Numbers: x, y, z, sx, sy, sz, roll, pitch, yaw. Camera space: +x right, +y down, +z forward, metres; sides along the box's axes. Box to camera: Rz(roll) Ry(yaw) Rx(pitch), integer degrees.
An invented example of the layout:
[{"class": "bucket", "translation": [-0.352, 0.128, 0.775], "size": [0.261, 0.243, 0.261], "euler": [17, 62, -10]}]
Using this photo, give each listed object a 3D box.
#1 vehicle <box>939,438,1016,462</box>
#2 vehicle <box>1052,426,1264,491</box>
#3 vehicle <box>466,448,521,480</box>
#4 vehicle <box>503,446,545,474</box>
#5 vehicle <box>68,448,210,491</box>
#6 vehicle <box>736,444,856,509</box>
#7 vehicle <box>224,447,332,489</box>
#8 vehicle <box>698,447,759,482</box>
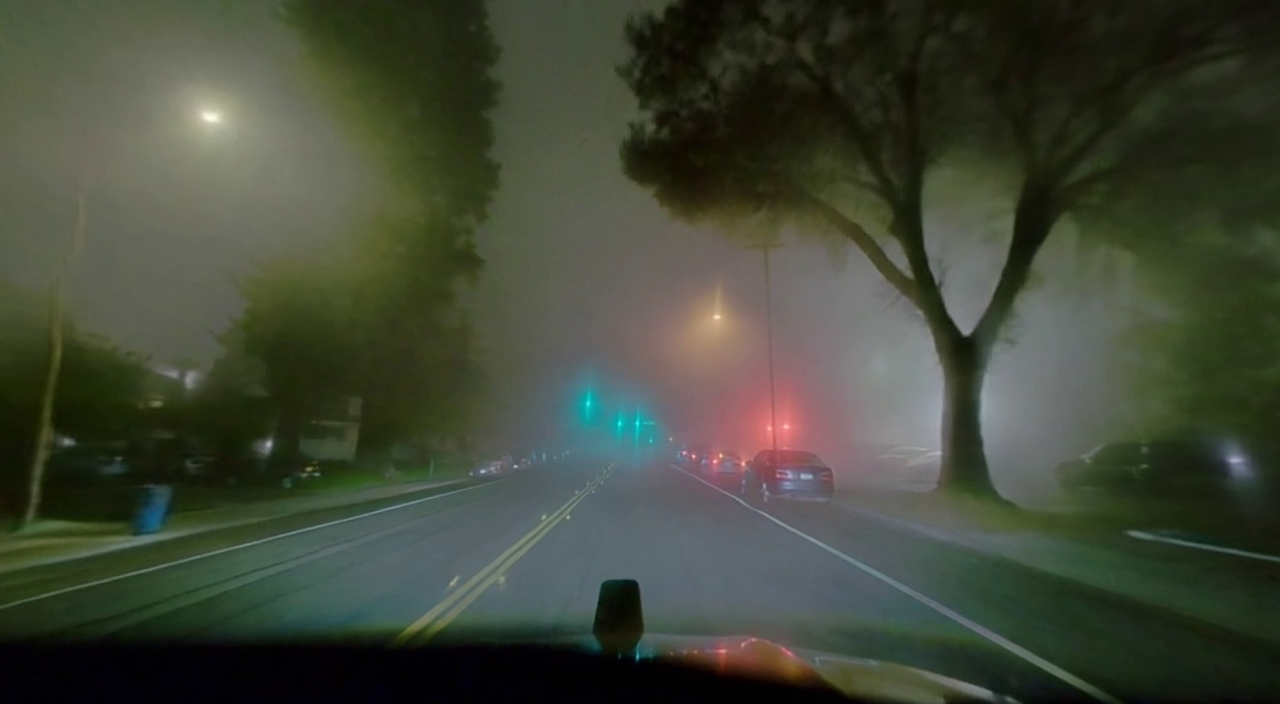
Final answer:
[{"class": "vehicle", "translation": [25.511, 7.437, 47.633], "size": [4.572, 1.771, 2.081], "euler": [0, -9, 1]}, {"class": "vehicle", "translation": [12.725, 2.623, 15.634], "size": [3.731, 1.491, 1.678], "euler": [0, -9, -1]}, {"class": "vehicle", "translation": [-7.619, 5.857, 33.083], "size": [1.976, 1.554, 3.654], "euler": [0, -9, 1]}, {"class": "vehicle", "translation": [-7.603, 7.084, 41.647], "size": [1.994, 1.718, 4.518], "euler": [0, -9, -1]}, {"class": "vehicle", "translation": [-20.129, 4.747, 25.627], "size": [1.880, 1.510, 4.758], "euler": [-2, -10, 0]}, {"class": "vehicle", "translation": [3.962, 3.238, 16.941], "size": [2.005, 1.466, 4.767], "euler": [0, -9, 0]}, {"class": "vehicle", "translation": [-14.252, 4.545, 25.052], "size": [1.921, 1.518, 3.799], "euler": [0, -9, 2]}, {"class": "vehicle", "translation": [3.856, 4.982, 28.182], "size": [2.036, 1.405, 4.312], "euler": [0, -9, -1]}]
